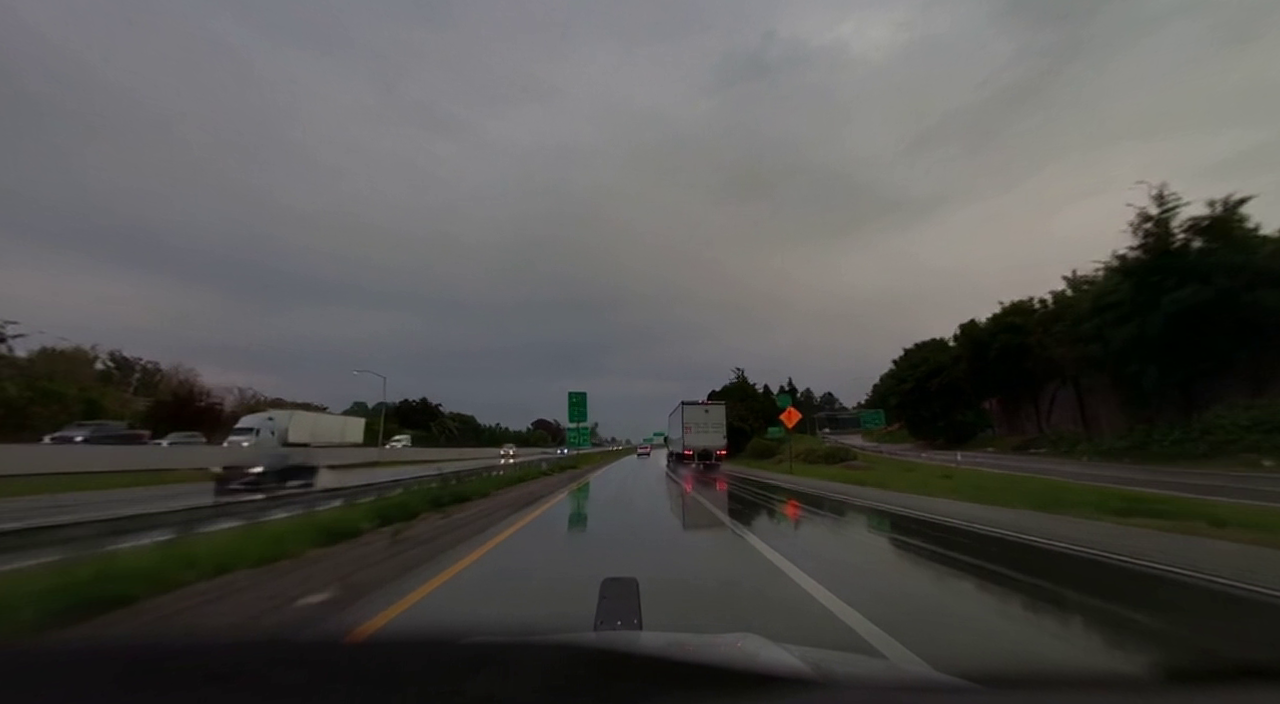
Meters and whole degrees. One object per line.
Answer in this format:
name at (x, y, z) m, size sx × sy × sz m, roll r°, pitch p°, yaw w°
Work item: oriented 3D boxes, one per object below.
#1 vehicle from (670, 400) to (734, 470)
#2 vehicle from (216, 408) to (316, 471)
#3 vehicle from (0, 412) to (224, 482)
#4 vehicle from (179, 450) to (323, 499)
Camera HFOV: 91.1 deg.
vehicle at (3.994, 5.913, 43.815) m, size 3.185 × 4.154 × 12.638 m, roll 0°, pitch -9°, yaw 0°
vehicle at (-26.076, 6.196, 44.236) m, size 3.038 × 4.079 × 6.098 m, roll 0°, pitch -9°, yaw 1°
vehicle at (-26.515, 4.631, 30.487) m, size 2.964 × 2.690 × 14.306 m, roll 0°, pitch -9°, yaw 0°
vehicle at (-13.196, 4.148, 21.738) m, size 1.933 × 1.482 × 4.661 m, roll 0°, pitch -9°, yaw 1°
